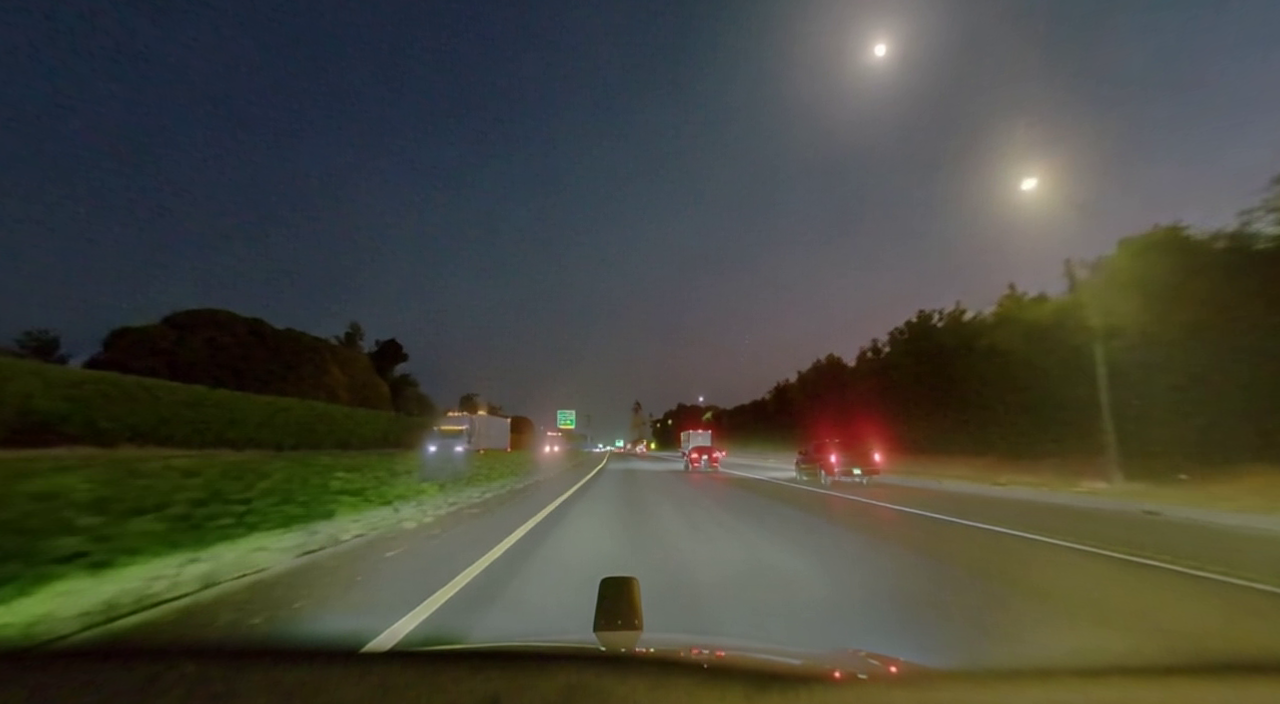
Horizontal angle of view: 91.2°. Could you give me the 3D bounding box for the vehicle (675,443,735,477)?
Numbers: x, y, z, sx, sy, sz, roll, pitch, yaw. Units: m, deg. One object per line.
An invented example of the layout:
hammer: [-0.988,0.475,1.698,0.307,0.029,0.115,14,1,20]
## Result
vehicle: [3.074,5.277,30.822,2.244,1.498,4.338,0,-9,-3]

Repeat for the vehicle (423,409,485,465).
vehicle: [-14.191,6.599,48.289,3.118,3.986,5.803,0,-9,-2]
